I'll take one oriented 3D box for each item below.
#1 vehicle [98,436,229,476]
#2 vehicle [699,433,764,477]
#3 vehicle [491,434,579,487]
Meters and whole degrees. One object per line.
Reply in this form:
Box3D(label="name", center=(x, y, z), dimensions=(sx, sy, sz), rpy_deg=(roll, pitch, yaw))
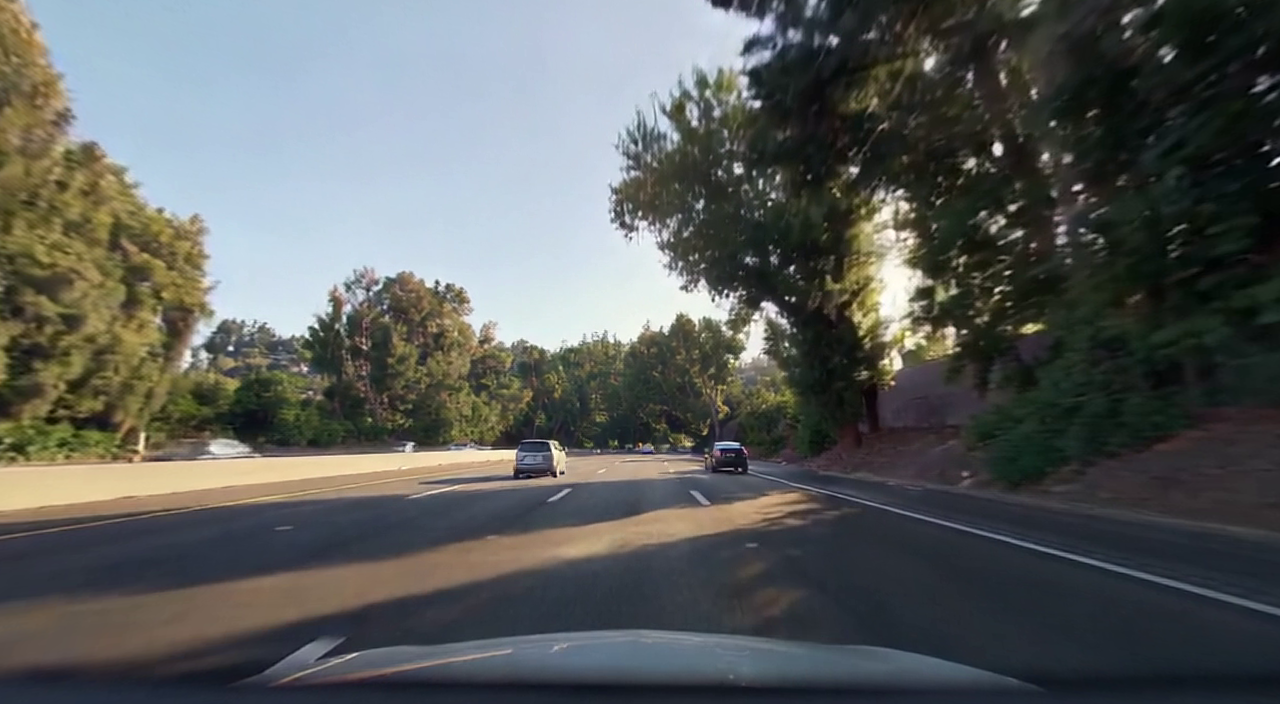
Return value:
Box3D(label="vehicle", center=(-21.210, 4.659, 28.294), dimensions=(2.026, 1.632, 4.827), rpy_deg=(0, -8, 1))
Box3D(label="vehicle", center=(3.945, 4.541, 27.872), dimensions=(2.149, 1.796, 4.487), rpy_deg=(0, -8, -1))
Box3D(label="vehicle", center=(-3.464, 3.687, 21.646), dimensions=(2.166, 1.608, 4.297), rpy_deg=(0, -8, 2))
